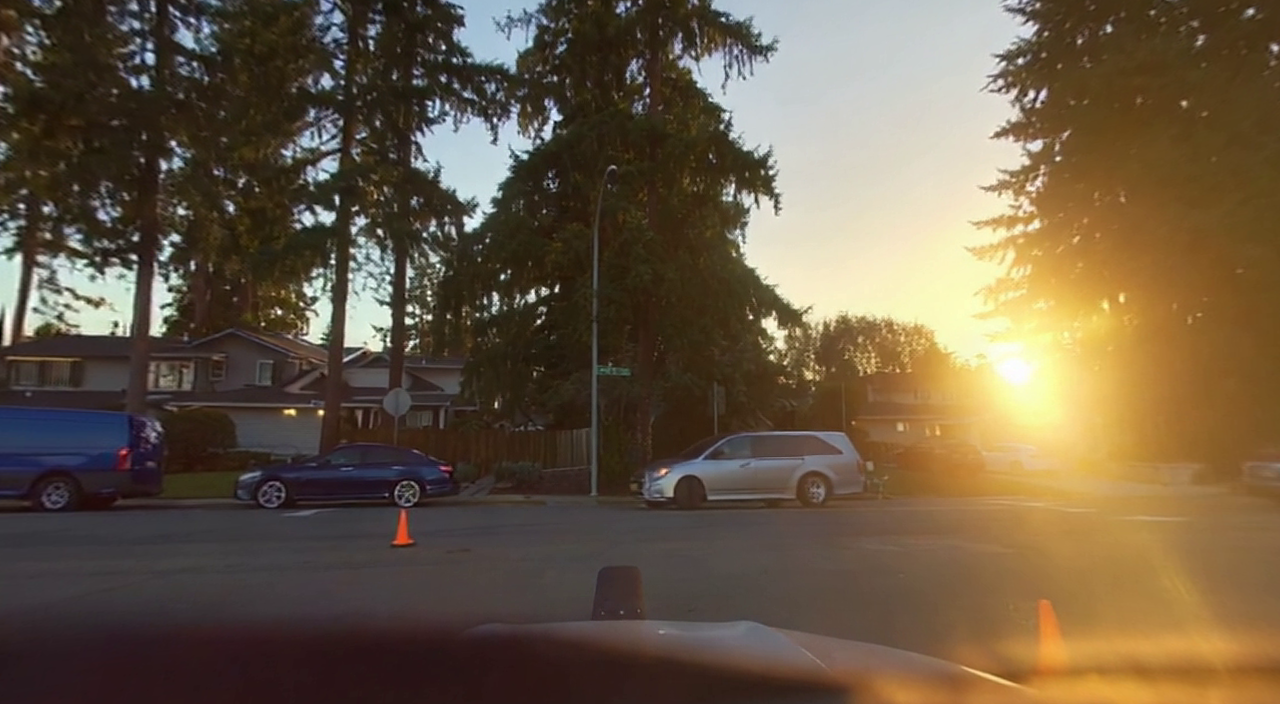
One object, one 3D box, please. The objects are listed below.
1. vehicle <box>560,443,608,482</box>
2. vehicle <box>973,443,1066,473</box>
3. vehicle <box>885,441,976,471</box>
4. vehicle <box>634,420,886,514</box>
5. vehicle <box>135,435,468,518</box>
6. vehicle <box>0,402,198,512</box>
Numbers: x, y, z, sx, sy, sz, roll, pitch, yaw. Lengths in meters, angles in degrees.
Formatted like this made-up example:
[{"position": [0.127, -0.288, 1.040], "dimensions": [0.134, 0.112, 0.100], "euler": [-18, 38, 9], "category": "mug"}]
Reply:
[{"position": [-2.405, 4.551, 26.332], "dimensions": [1.648, 1.430, 3.654], "euler": [4, -9, -9], "category": "vehicle"}, {"position": [20.107, 5.602, 33.519], "dimensions": [3.863, 1.453, 1.826], "euler": [1, -7, -8], "category": "vehicle"}, {"position": [19.163, 6.863, 41.776], "dimensions": [4.984, 1.912, 2.132], "euler": [1, -9, -9], "category": "vehicle"}, {"position": [2.559, 2.512, 14.109], "dimensions": [5.047, 1.851, 2.103], "euler": [2, -9, -12], "category": "vehicle"}, {"position": [-7.916, 3.014, 15.780], "dimensions": [6.643, 1.777, 2.925], "euler": [1, -9, -9], "category": "vehicle"}, {"position": [-15.494, 2.502, 14.793], "dimensions": [7.824, 2.323, 2.863], "euler": [0, -10, -7], "category": "vehicle"}]
